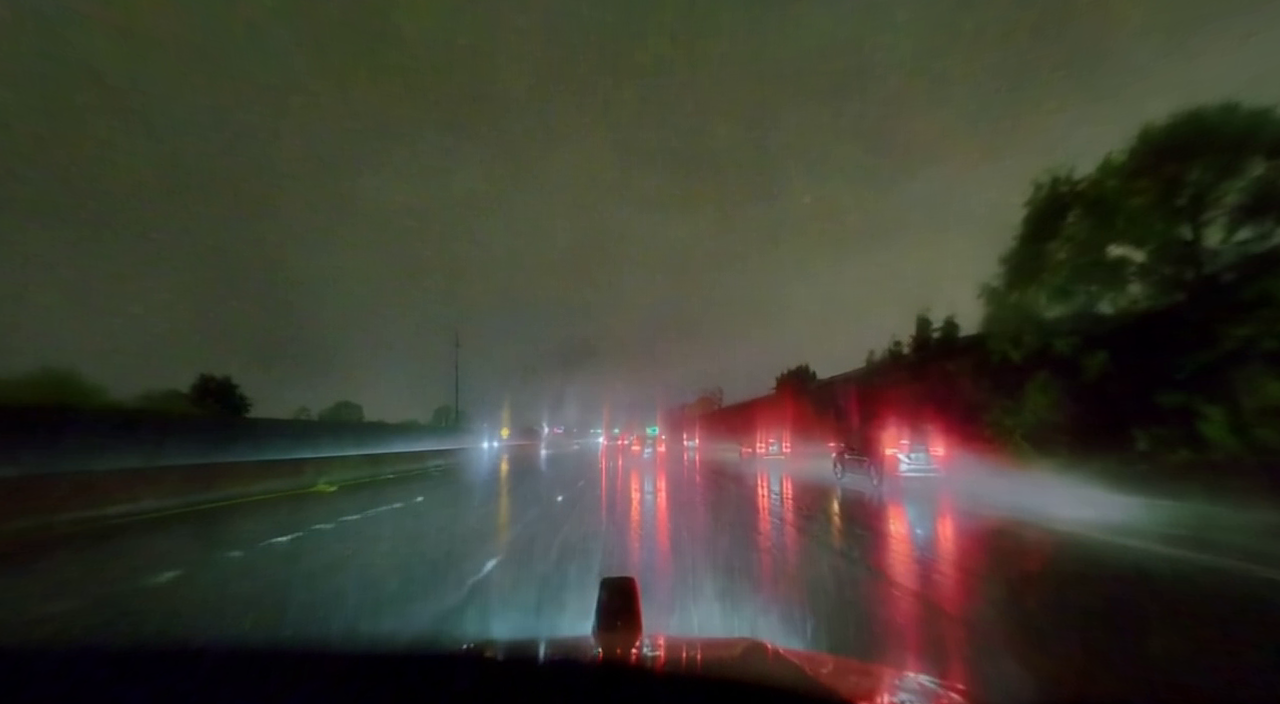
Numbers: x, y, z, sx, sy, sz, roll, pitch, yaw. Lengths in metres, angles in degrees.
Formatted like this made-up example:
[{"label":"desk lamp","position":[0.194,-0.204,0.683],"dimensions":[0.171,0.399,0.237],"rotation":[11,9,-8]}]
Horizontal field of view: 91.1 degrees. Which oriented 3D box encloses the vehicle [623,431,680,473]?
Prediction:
[{"label":"vehicle","position":[0.389,3.842,24.480],"dimensions":[2.046,1.467,3.844],"rotation":[0,-8,-1]}]
